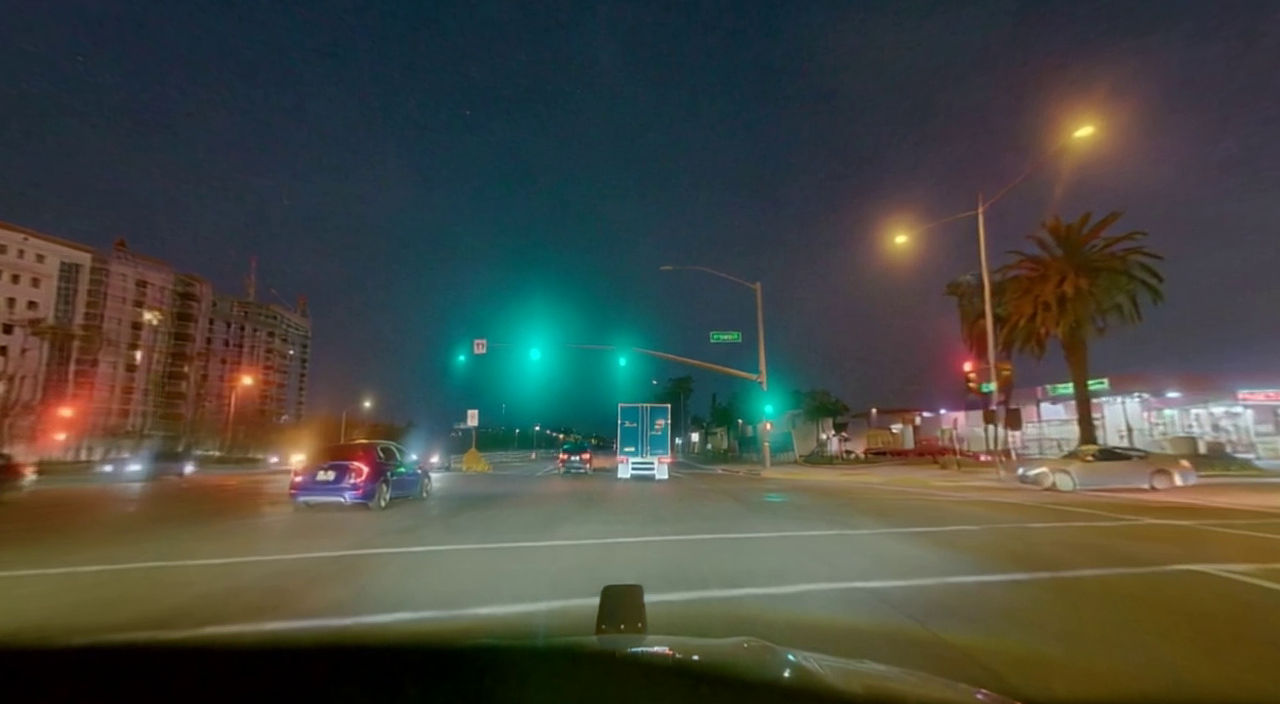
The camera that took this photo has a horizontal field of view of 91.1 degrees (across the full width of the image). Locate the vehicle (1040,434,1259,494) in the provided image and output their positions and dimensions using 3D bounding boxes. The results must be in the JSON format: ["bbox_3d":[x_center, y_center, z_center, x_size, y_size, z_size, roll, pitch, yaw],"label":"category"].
[{"bbox_3d":[14.671,3.272,18.310,4.568,1.485,1.936,-2,-11,0],"label":"vehicle"}]

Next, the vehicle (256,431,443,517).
[{"bbox_3d":[-6.373,2.722,14.538,2.045,1.630,4.680,0,-9,0],"label":"vehicle"}]

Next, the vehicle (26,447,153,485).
[{"bbox_3d":[-24.717,5.102,28.442,1.897,1.606,4.160,0,-9,1],"label":"vehicle"}]

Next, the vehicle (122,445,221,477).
[{"bbox_3d":[-27.849,6.480,37.569,2.006,1.791,4.944,0,-9,1],"label":"vehicle"}]

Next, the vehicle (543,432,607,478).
[{"bbox_3d":[-2.785,4.550,27.989,2.178,1.826,4.933,0,-9,2],"label":"vehicle"}]

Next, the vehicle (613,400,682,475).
[{"bbox_3d":[0.352,4.246,30.890,2.993,3.235,6.692,0,-9,1],"label":"vehicle"}]
